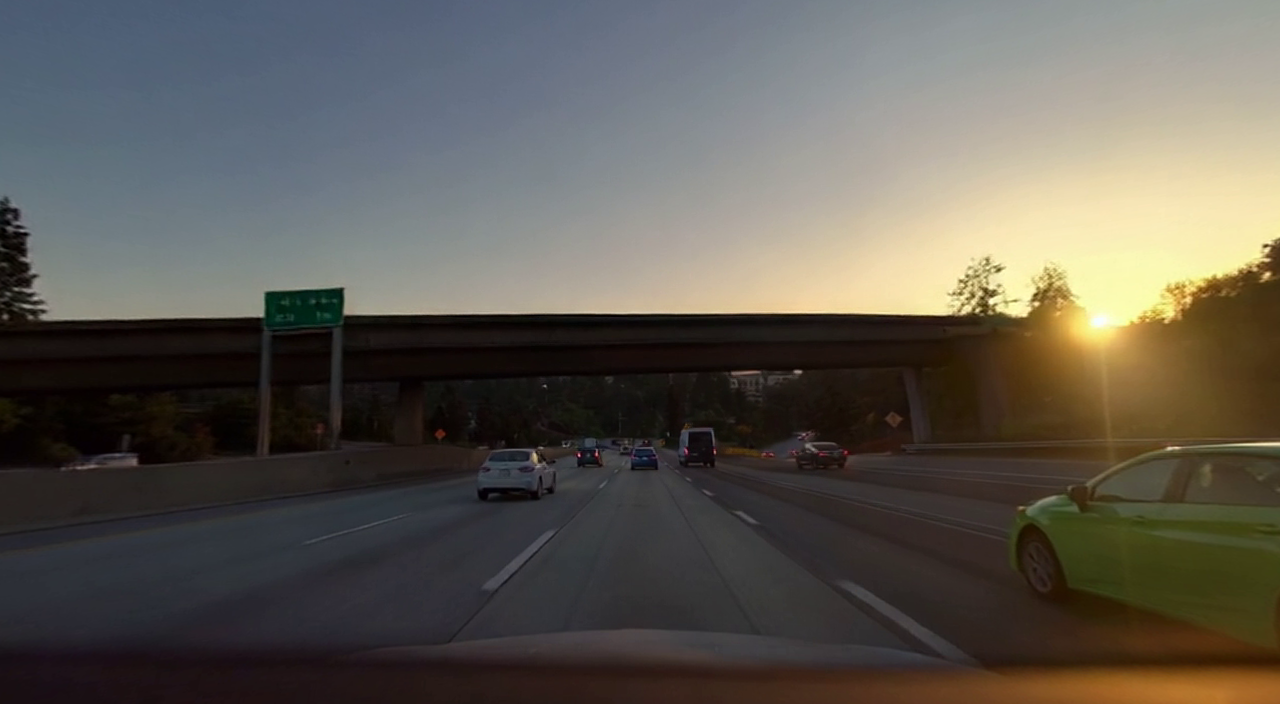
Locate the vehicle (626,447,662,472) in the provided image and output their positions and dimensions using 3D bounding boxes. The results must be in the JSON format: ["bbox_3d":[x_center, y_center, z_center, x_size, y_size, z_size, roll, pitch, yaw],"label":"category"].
[{"bbox_3d":[0.229,6.689,39.594,2.174,1.467,4.005,0,-8,0],"label":"vehicle"}]

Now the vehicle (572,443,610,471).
[{"bbox_3d":[-3.233,6.978,42.166,2.078,1.706,4.298,-1,-8,2],"label":"vehicle"}]

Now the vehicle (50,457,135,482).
[{"bbox_3d":[-36.837,7.881,42.586,1.729,1.459,4.493,0,-8,0],"label":"vehicle"}]

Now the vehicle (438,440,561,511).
[{"bbox_3d":[-3.377,3.046,16.063,2.137,1.562,3.926,0,-8,2],"label":"vehicle"}]

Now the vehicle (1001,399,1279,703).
[{"bbox_3d":[4.010,0.989,2.826,2.085,1.558,4.466,0,-8,-1],"label":"vehicle"}]

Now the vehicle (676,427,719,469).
[{"bbox_3d":[4.043,6.926,45.636,2.436,2.745,6.607,0,-8,-1],"label":"vehicle"}]
